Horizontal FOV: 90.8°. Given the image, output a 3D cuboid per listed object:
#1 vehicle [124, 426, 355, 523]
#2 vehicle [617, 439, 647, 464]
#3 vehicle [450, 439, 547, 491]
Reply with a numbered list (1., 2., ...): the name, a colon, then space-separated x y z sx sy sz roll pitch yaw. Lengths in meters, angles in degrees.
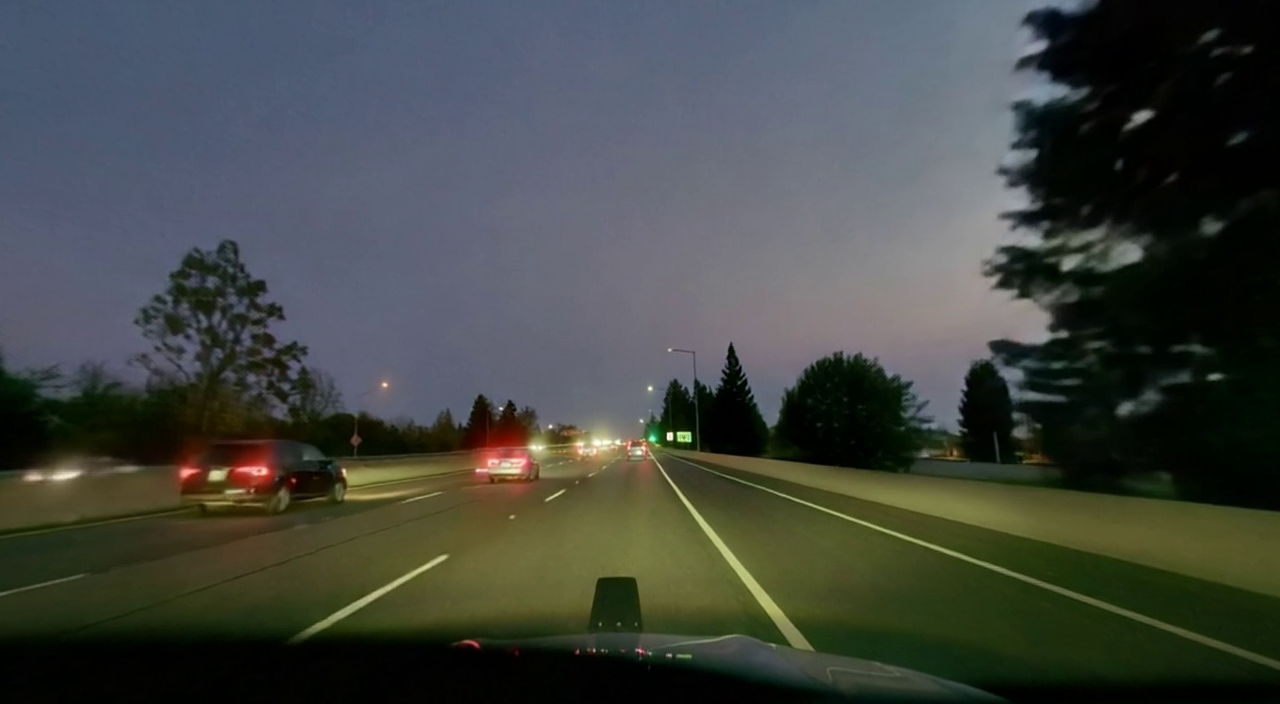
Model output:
1. vehicle: -8.620 2.657 14.280 2.091 1.795 4.617 -1 -8 1
2. vehicle: -0.580 7.340 46.916 2.179 1.742 4.396 0 -8 0
3. vehicle: -4.732 3.833 21.911 2.102 1.562 4.884 -1 -8 2
